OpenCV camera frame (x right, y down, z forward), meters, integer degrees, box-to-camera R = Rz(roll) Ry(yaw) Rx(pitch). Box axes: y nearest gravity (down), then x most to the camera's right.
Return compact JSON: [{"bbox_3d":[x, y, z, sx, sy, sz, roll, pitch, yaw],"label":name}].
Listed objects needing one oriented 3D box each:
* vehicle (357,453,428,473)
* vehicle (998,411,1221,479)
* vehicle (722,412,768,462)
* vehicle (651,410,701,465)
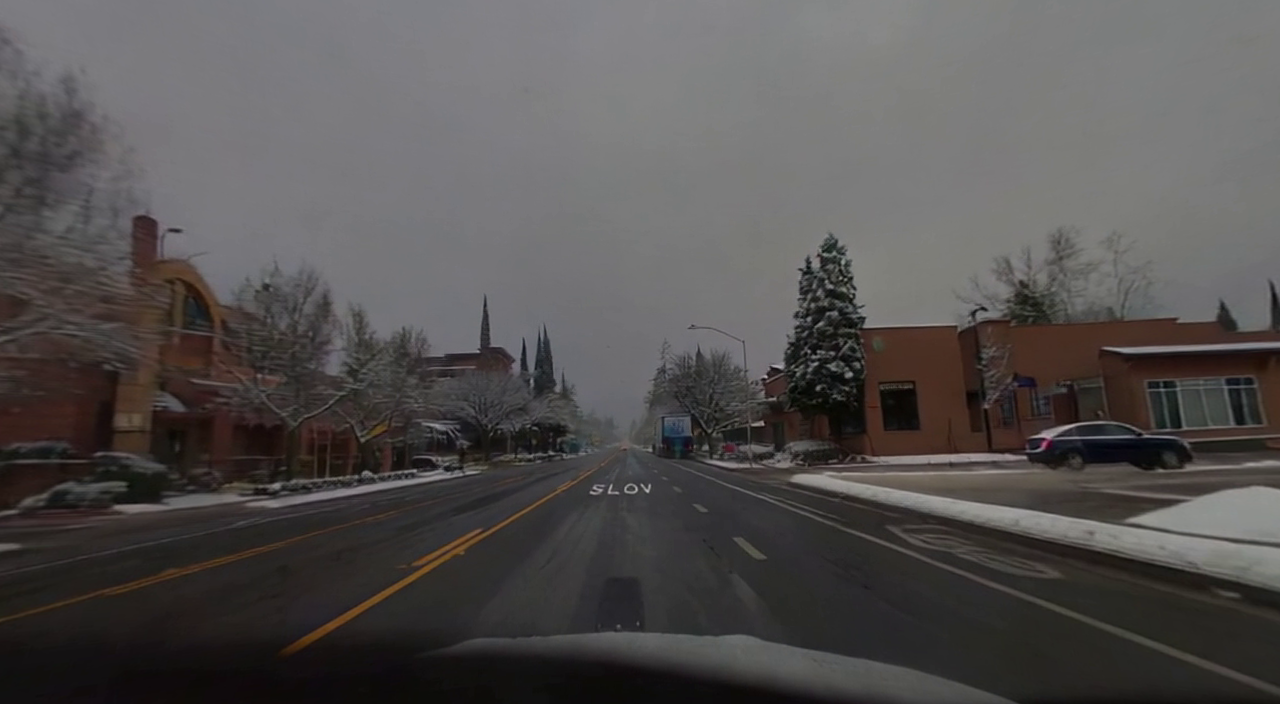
[{"bbox_3d":[-19.456,8.725,49.743,4.804,1.527,1.887,0,-9,0],"label":"vehicle"},{"bbox_3d":[12.586,2.575,17.412,4.554,1.668,1.974,-5,-10,27],"label":"vehicle"},{"bbox_3d":[7.589,6.141,45.139,2.714,3.227,7.170,-2,-9,13],"label":"vehicle"},{"bbox_3d":[2.602,6.833,49.511,3.074,3.703,11.122,2,-9,-1],"label":"vehicle"}]
